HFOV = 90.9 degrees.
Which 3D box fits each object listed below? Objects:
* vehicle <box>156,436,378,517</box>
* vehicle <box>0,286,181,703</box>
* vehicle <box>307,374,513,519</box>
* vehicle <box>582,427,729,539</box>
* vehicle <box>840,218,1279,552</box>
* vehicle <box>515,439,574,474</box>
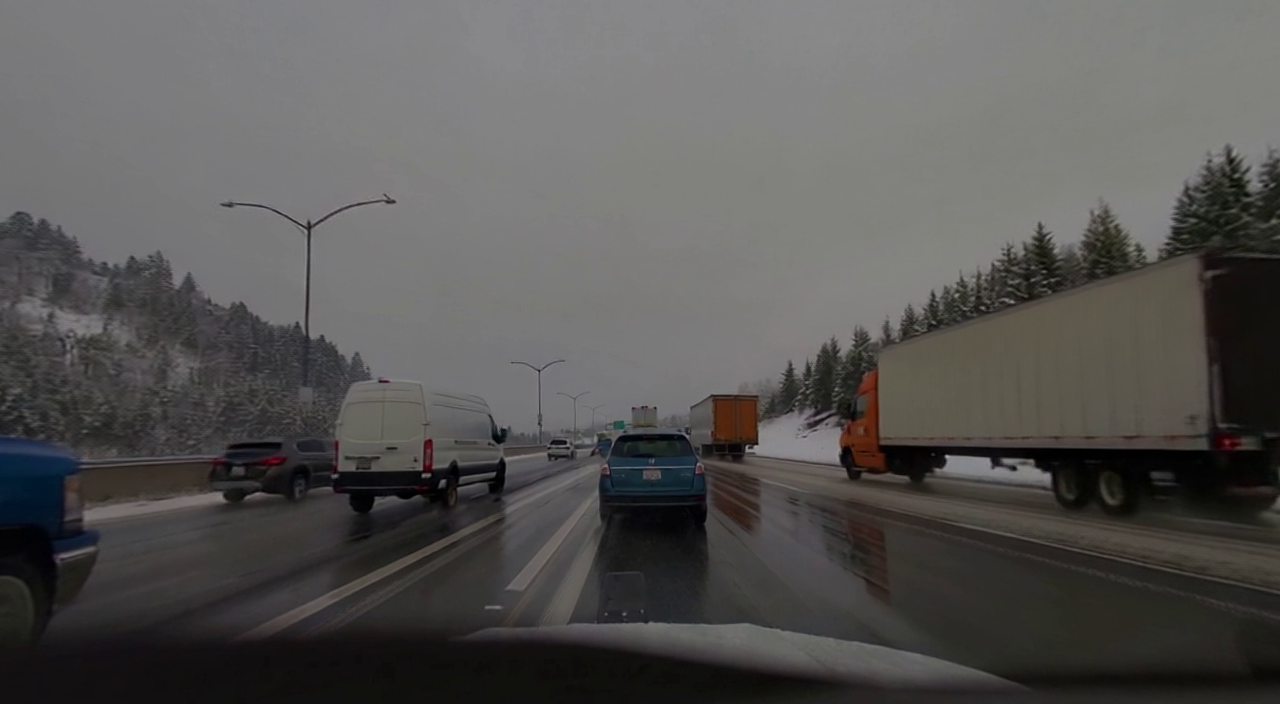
[{"bbox_3d":[-7.844,2.623,13.965,1.968,1.459,4.737,-1,-8,1],"label":"vehicle"},{"bbox_3d":[-4.275,0.493,1.527,2.195,2.086,5.445,0,-8,0],"label":"vehicle"},{"bbox_3d":[-4.608,2.072,13.975,2.300,2.522,5.701,0,-8,1],"label":"vehicle"},{"bbox_3d":[0.164,2.076,10.631,2.003,1.499,3.930,0,-8,-1],"label":"vehicle"},{"bbox_3d":[8.129,1.141,12.562,2.977,3.878,11.111,1,-9,-10],"label":"vehicle"},{"bbox_3d":[-4.341,4.834,29.446,2.007,1.457,4.447,0,-8,1],"label":"vehicle"}]
